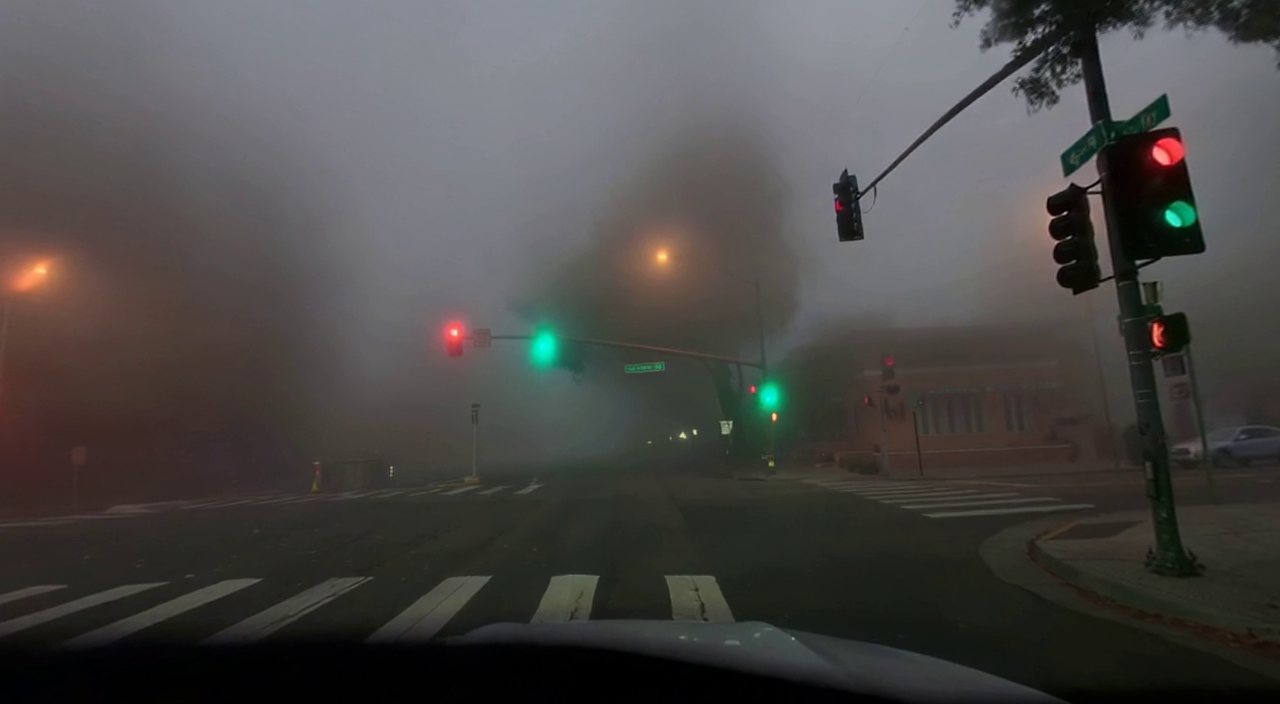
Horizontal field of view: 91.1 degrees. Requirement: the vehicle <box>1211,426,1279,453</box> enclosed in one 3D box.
[{"bbox_3d":[35.303,4.892,35.271,4.493,1.453,1.849,-2,-9,2],"label":"vehicle"}]
